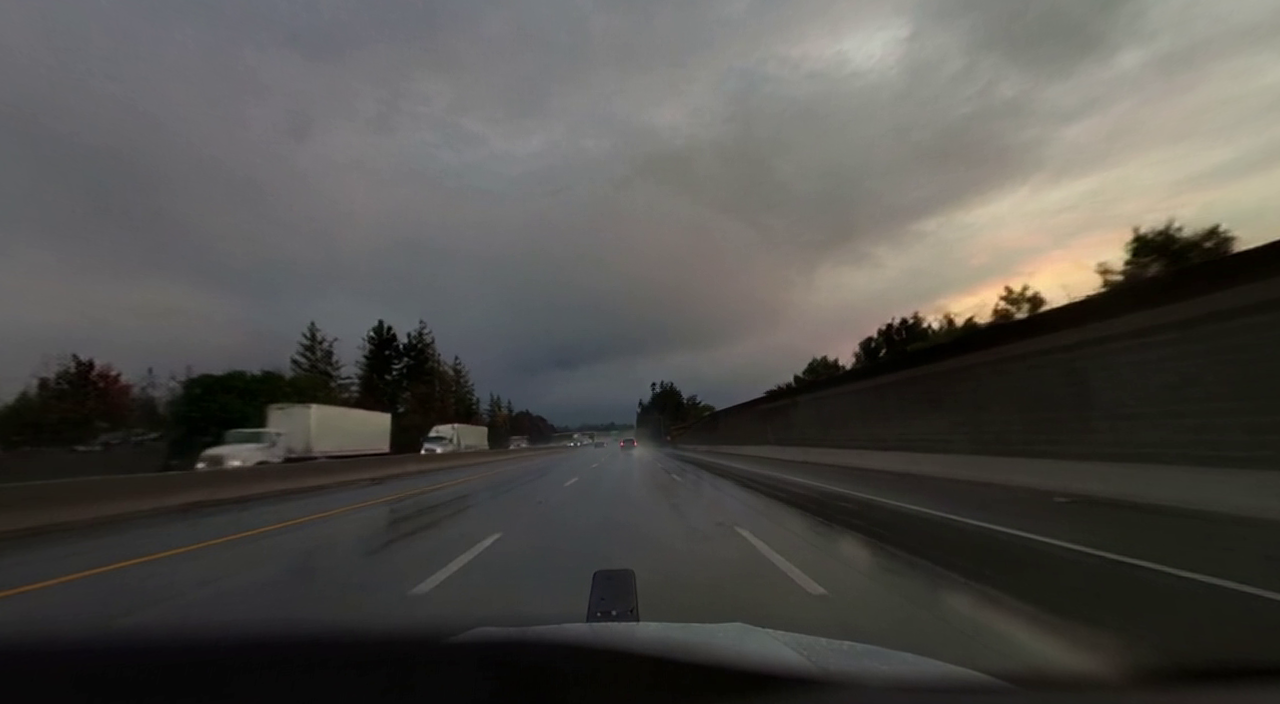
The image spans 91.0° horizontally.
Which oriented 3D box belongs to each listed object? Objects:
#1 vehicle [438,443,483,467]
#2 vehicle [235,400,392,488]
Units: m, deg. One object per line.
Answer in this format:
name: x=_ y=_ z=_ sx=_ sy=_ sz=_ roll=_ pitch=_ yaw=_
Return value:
vehicle: x=-12.255 y=7.036 z=43.186 sx=1.875 sy=1.470 sz=4.357 roll=0 pitch=-8 yaw=-1
vehicle: x=-16.129 y=4.673 z=32.314 sx=2.970 sy=3.779 sz=9.719 roll=0 pitch=-8 yaw=-1
